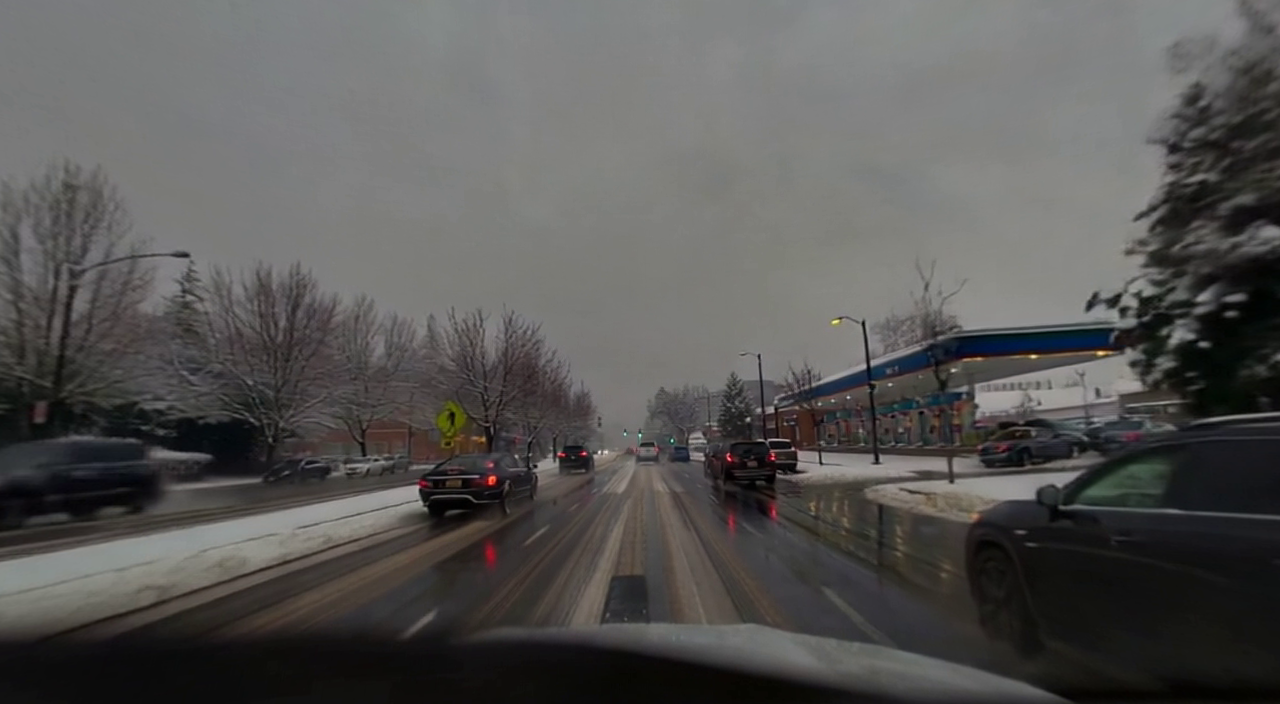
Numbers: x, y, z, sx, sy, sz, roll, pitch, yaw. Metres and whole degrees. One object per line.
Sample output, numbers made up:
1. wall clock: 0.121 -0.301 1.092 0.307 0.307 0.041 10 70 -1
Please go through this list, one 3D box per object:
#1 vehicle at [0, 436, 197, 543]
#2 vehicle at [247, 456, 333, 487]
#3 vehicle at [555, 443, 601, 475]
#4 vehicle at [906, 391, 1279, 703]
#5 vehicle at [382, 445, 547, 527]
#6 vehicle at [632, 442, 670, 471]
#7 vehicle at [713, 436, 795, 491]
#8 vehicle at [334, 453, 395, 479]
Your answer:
1. vehicle: -11.754 2.648 12.877 2.012 1.781 4.599 0 -8 0
2. vehicle: -19.039 6.502 34.579 1.890 1.472 4.769 0 -8 1
3. vehicle: -3.310 5.776 34.232 1.988 1.645 3.995 0 -8 1
4. vehicle: 3.167 1.011 2.946 1.919 1.502 4.572 0 -8 1
5. vehicle: -3.298 2.592 12.872 2.013 1.354 4.393 0 -8 1
6. vehicle: 0.670 6.483 39.382 2.192 1.674 4.124 0 -8 1
7. vehicle: 3.829 3.842 22.120 1.980 1.709 4.813 0 -8 0
8. vehicle: -18.524 7.649 42.616 1.947 1.616 4.638 0 -8 1
